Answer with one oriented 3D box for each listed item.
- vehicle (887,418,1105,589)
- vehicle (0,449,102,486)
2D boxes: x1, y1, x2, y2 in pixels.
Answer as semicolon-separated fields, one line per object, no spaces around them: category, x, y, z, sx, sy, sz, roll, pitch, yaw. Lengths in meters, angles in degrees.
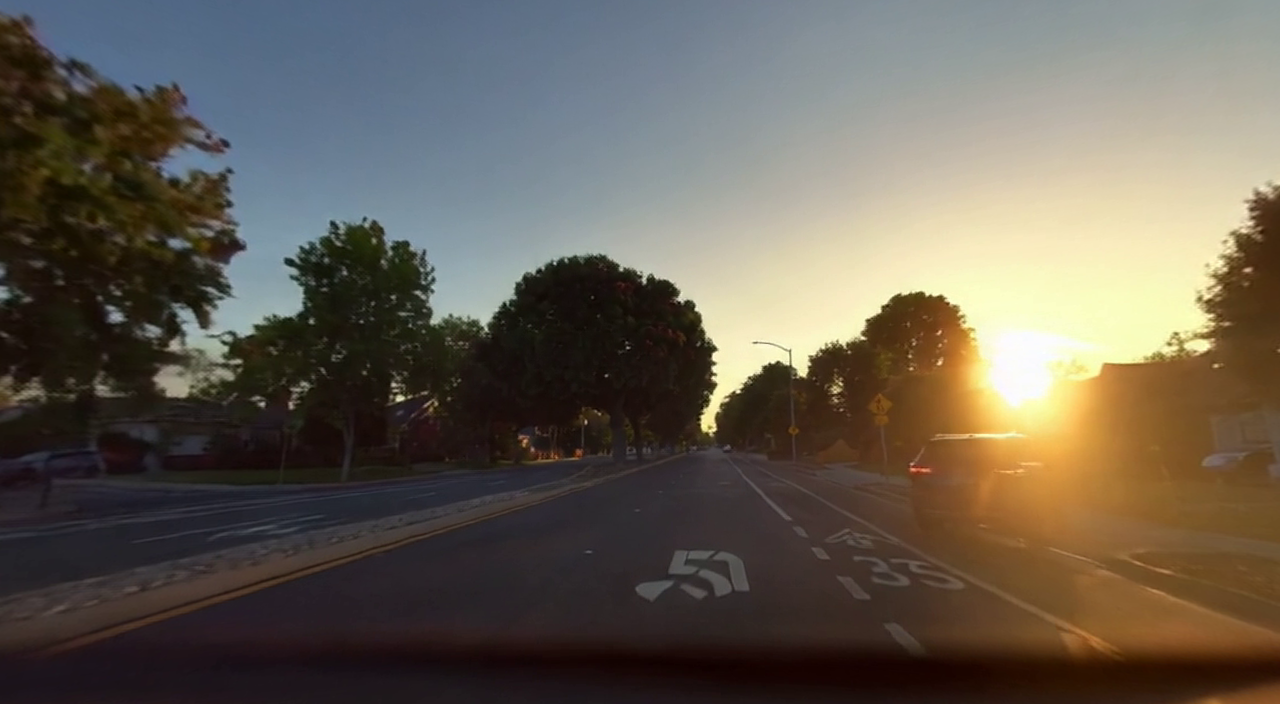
vehicle;5.081;1.884;8.942;2.018;1.733;4.546;-5;-9;32
vehicle;-32.765;6.288;34.760;1.918;1.796;4.703;0;-8;0
